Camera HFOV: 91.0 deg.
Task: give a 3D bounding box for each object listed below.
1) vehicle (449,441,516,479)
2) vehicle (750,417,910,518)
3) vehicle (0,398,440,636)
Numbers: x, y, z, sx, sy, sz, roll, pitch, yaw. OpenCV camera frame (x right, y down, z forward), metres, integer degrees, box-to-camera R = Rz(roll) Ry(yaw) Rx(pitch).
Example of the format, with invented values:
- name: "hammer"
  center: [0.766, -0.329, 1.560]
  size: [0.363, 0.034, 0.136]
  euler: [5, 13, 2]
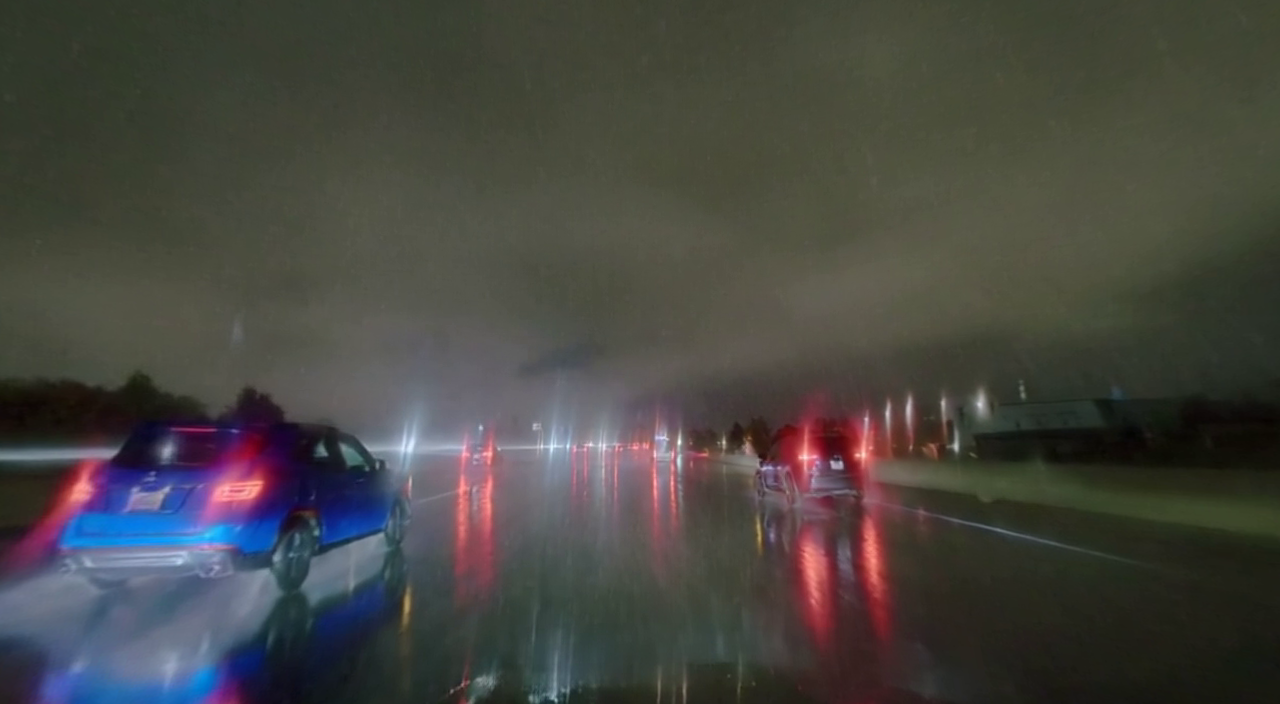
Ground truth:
- name: "vehicle"
  center: [-7.760, 5.354, 31.518]
  size: [2.095, 1.696, 4.680]
  euler: [-1, -9, 1]
- name: "vehicle"
  center: [4.007, 2.550, 14.304]
  size: [2.153, 1.860, 4.689]
  euler: [-1, -9, 0]
- name: "vehicle"
  center: [-4.096, 1.581, 7.012]
  size: [2.214, 1.743, 4.465]
  euler: [-1, -9, 1]
